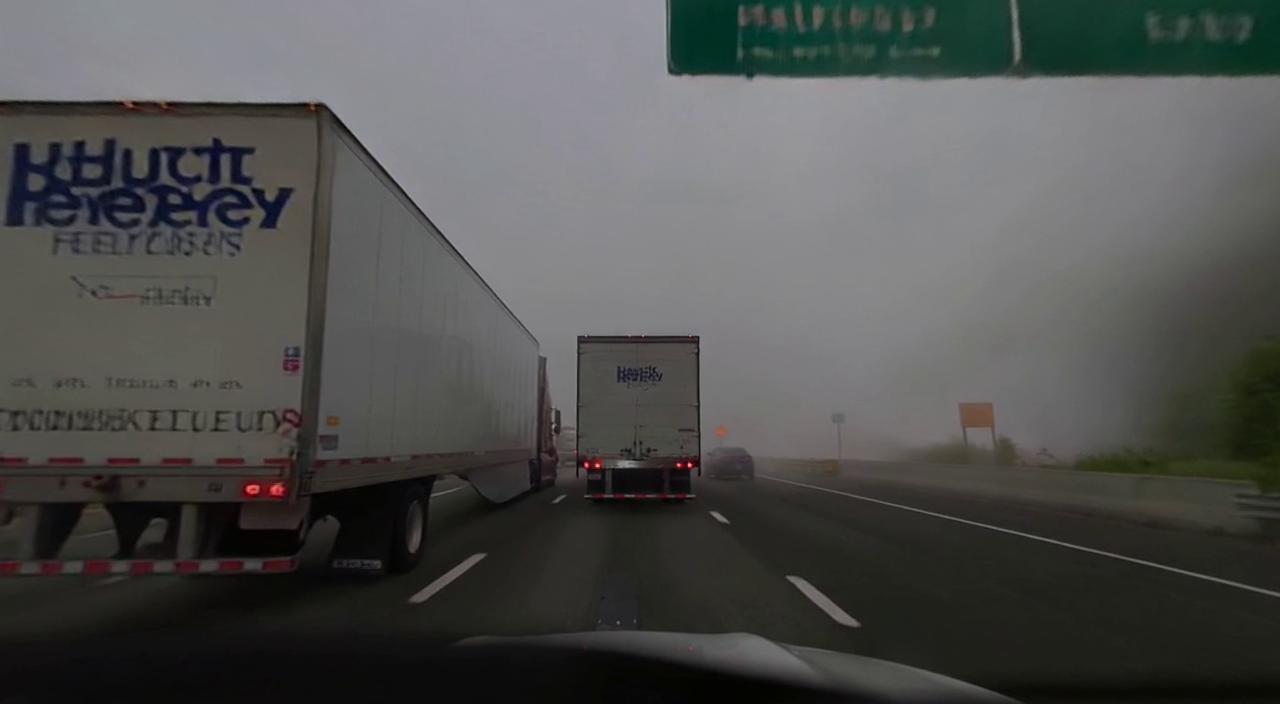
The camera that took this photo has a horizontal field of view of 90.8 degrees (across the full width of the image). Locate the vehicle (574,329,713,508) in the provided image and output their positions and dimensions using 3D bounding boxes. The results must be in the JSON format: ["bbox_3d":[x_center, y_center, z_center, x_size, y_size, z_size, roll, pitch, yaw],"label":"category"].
[{"bbox_3d":[0.029,2.125,18.416,2.910,3.828,9.805,0,-9,0],"label":"vehicle"}]

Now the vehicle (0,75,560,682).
[{"bbox_3d":[-3.979,1.225,12.149,2.873,4.107,15.970,0,-9,0],"label":"vehicle"}]

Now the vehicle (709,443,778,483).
[{"bbox_3d":[4.094,4.467,25.682,2.010,1.446,4.579,0,-9,0],"label":"vehicle"}]
